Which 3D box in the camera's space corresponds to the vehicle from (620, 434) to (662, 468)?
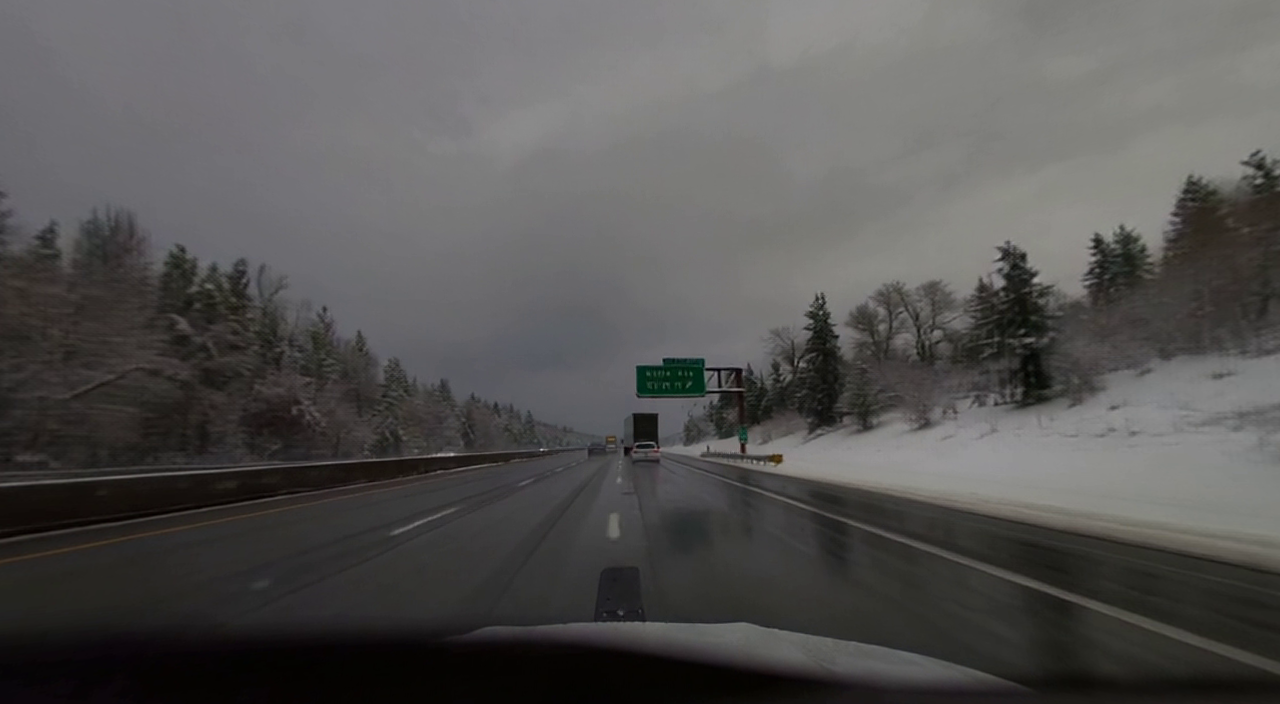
[{"bbox_3d":[0.000,5.891,37.686,2.139,1.925,4.312,1,-9,-4],"label":"vehicle"}]
